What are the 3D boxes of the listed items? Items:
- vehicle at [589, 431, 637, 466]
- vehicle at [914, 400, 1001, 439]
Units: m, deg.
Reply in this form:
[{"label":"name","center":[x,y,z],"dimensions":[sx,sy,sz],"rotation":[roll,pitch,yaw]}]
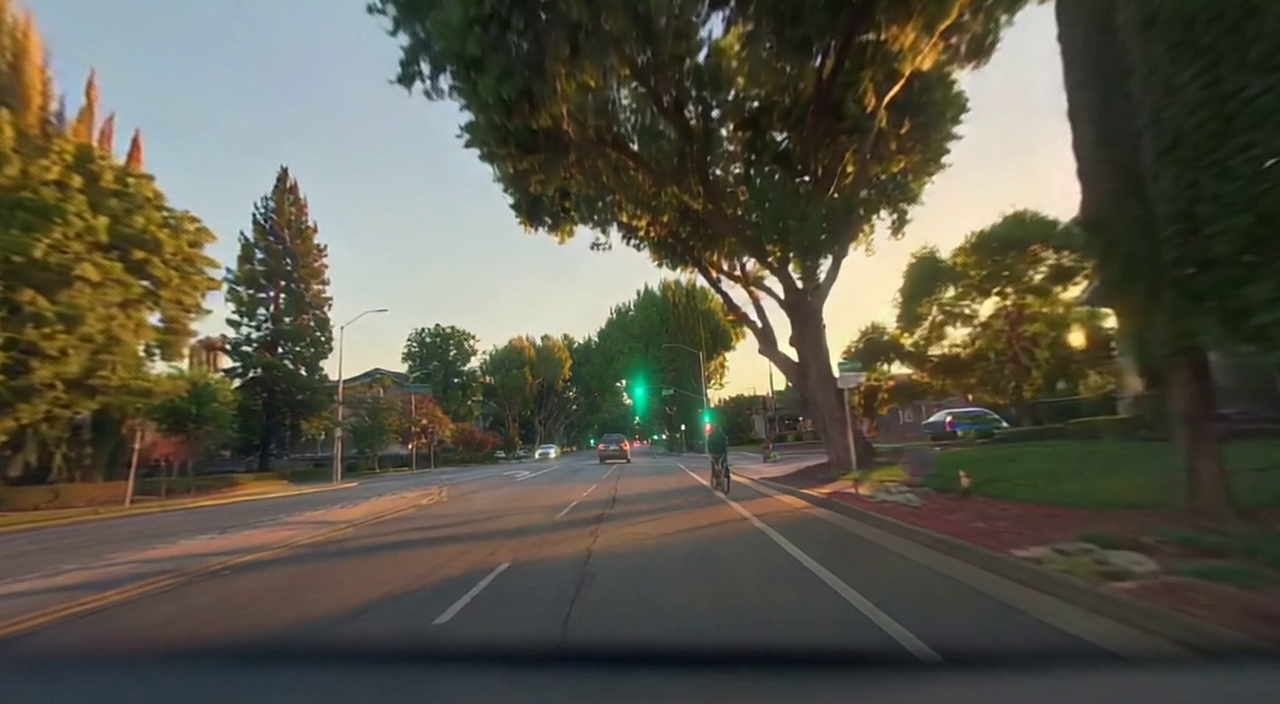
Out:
[{"label":"vehicle","center":[-1.420,5.326,35.089],"dimensions":[2.215,1.799,4.426],"rotation":[-1,-8,3]},{"label":"vehicle","center":[15.543,3.405,31.256],"dimensions":[1.982,1.705,4.677],"rotation":[-1,-8,3]}]
